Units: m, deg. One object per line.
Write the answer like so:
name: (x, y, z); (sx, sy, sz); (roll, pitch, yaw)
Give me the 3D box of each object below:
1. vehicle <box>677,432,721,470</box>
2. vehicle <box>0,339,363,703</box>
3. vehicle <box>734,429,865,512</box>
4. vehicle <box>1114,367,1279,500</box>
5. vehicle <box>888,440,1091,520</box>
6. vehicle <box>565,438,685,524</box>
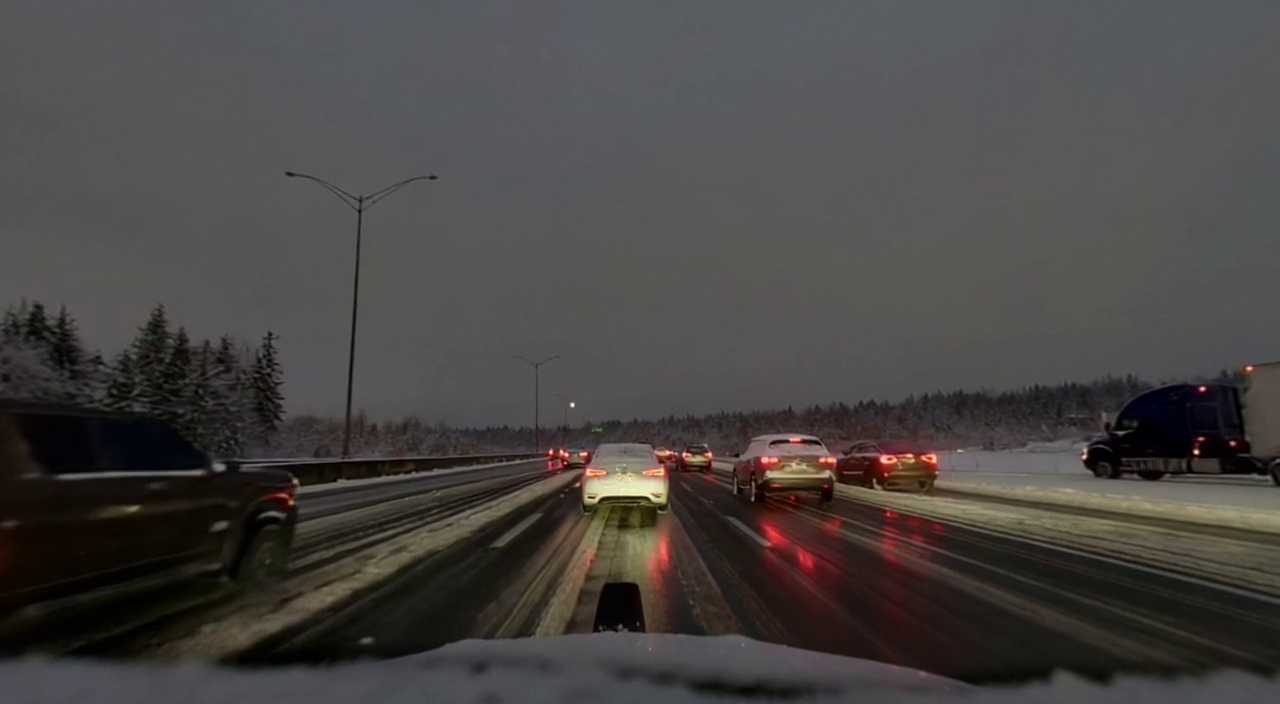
vehicle: (3.893, 6.656, 42.423); (2.440, 2.313, 5.266); (0, -9, 0)
vehicle: (-4.072, 1.036, 4.483); (2.079, 1.741, 4.436); (0, -9, 1)
vehicle: (3.569, 2.734, 14.992); (2.053, 1.666, 4.106); (0, -9, 0)
vehicle: (20.119, 2.672, 20.348); (3.061, 3.869, 7.169); (2, -9, -10)
vehicle: (7.599, 2.799, 14.349); (2.021, 1.505, 4.480); (0, -9, 0)
vehicle: (-0.220, 2.605, 13.286); (2.132, 1.499, 4.038); (0, -9, 1)
